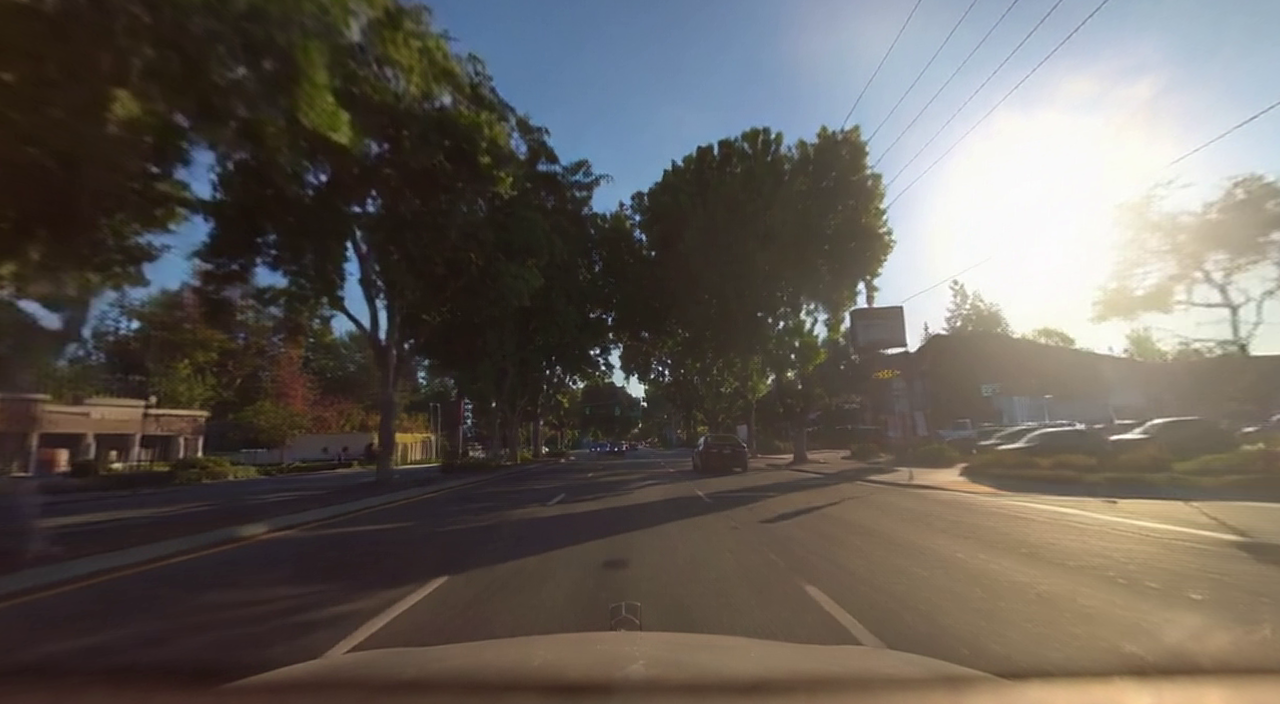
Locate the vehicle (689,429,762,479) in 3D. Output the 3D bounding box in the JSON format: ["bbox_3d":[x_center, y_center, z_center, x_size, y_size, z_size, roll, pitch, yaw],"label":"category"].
[{"bbox_3d":[3.190,3.901,24.356,2.083,1.743,4.354,0,-8,-2],"label":"vehicle"}]
